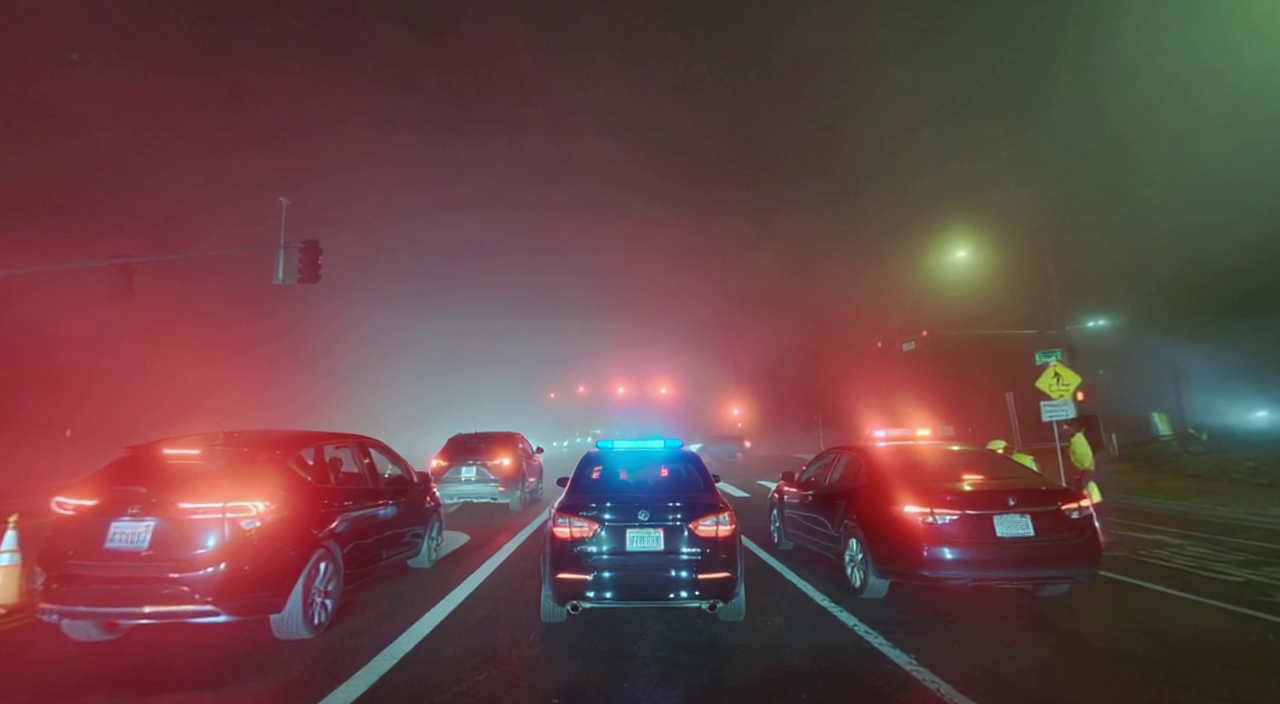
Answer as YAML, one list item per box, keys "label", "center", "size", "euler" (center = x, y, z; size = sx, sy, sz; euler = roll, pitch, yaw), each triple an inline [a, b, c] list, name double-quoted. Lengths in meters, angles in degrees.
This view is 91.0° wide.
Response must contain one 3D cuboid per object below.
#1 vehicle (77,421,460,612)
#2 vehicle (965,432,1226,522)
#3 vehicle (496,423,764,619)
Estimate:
- label: "vehicle"
  center: [-3.595, 1.630, 7.156]
  size: [1.863, 1.526, 4.006]
  euler: [0, -8, 0]
- label: "vehicle"
  center: [9.349, 2.575, 13.584]
  size: [1.957, 1.576, 4.670]
  euler: [0, -9, -3]
- label: "vehicle"
  center: [-0.122, 1.626, 7.084]
  size: [2.061, 1.486, 4.332]
  euler: [0, -8, -1]
